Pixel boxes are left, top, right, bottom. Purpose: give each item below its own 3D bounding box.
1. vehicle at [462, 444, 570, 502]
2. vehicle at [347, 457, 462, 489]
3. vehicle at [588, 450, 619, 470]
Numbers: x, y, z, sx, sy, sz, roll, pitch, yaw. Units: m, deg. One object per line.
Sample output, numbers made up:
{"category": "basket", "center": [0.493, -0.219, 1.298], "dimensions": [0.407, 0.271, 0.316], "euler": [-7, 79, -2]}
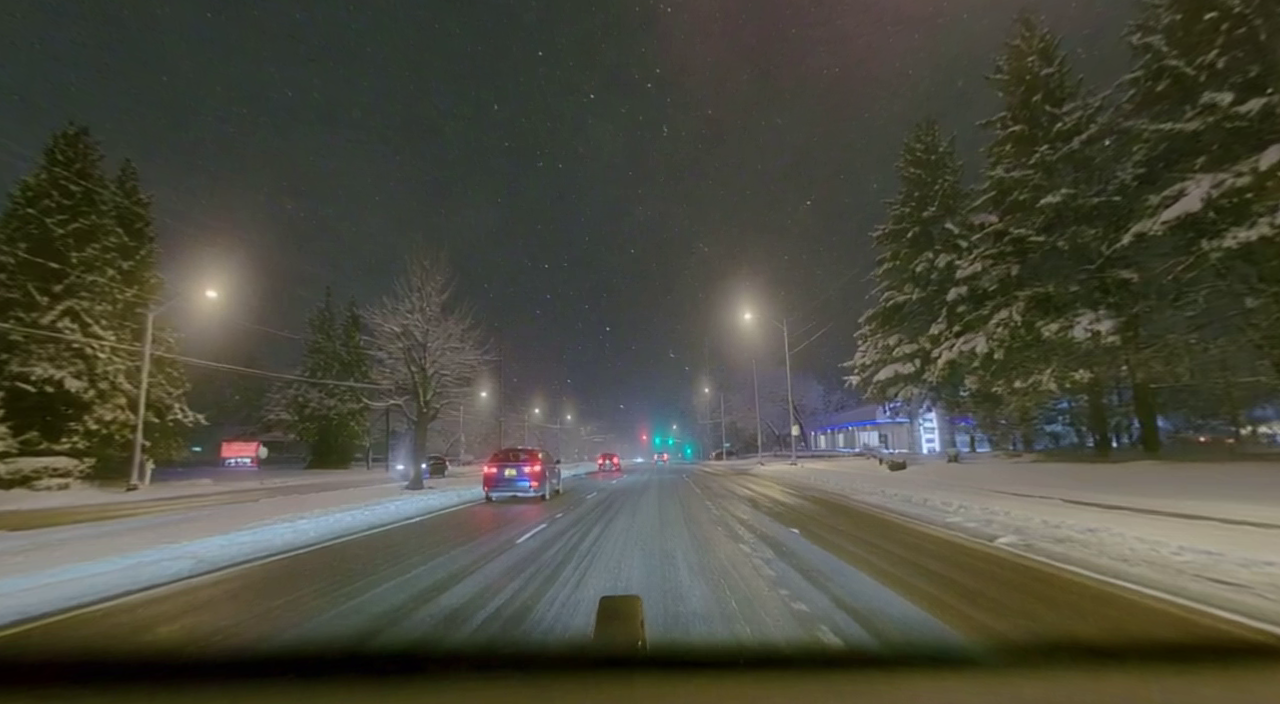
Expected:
{"category": "vehicle", "center": [-3.380, 3.411, 18.151], "dimensions": [2.076, 1.444, 4.328], "euler": [-1, -9, 2]}
{"category": "vehicle", "center": [-7.604, 3.945, 20.665], "dimensions": [2.700, 0.905, 2.928], "euler": [0, -9, -2]}
{"category": "vehicle", "center": [-2.745, 8.267, 48.326], "dimensions": [2.039, 1.479, 4.257], "euler": [0, -9, 2]}
